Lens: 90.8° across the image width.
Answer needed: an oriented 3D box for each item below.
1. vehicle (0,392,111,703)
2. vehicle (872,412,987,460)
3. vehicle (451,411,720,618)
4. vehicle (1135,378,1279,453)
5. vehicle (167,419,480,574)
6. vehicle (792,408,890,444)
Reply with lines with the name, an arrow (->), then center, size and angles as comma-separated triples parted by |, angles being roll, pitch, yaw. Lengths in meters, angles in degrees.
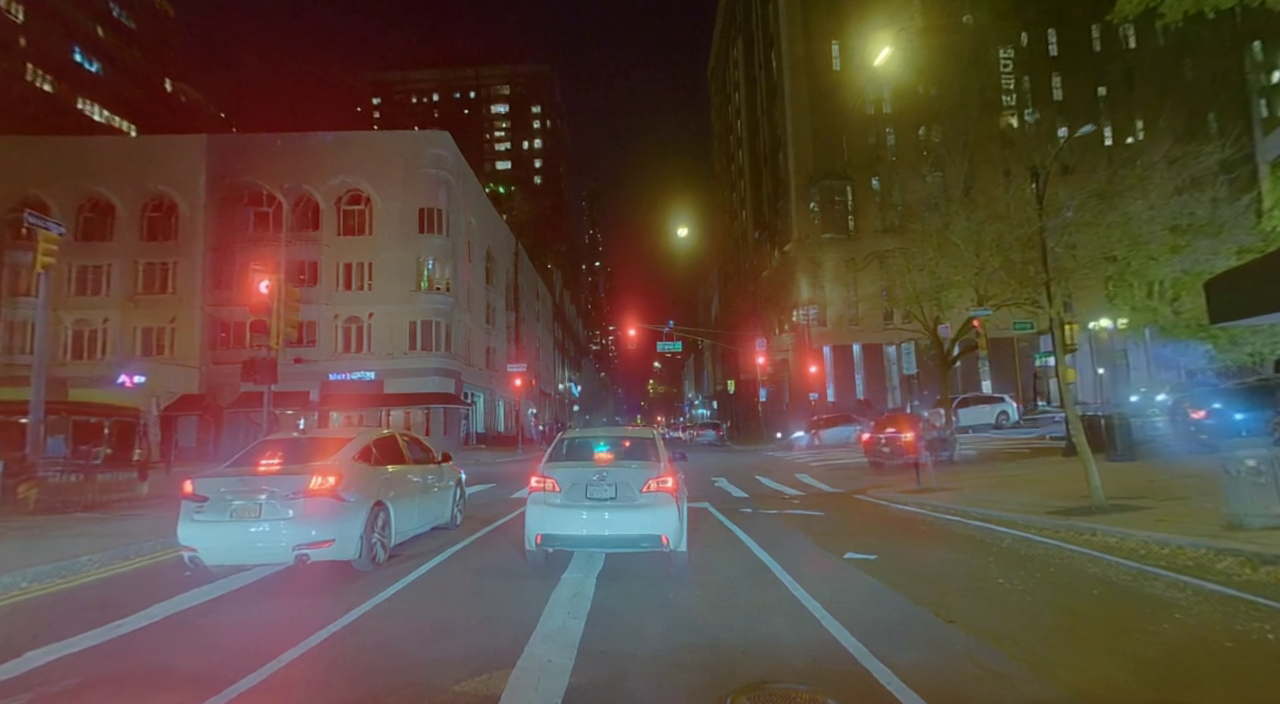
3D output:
vehicle -> -3.920, 0.705, 1.186 | 1.995, 1.524, 4.438 | 0, -8, 0
vehicle -> 10.992, 3.199, 23.900 | 4.392, 1.667, 1.958 | 6, -10, -35
vehicle -> -0.423, 1.501, 6.729 | 1.999, 1.520, 3.896 | 0, -8, -1
vehicle -> 21.622, 2.356, 22.887 | 5.863, 2.493, 2.354 | 2, -9, -12
vehicle -> -3.696, 1.756, 8.472 | 1.934, 1.522, 4.287 | 0, -8, 0
vehicle -> 10.465, 3.923, 32.947 | 4.657, 1.769, 1.979 | 4, -9, -24
